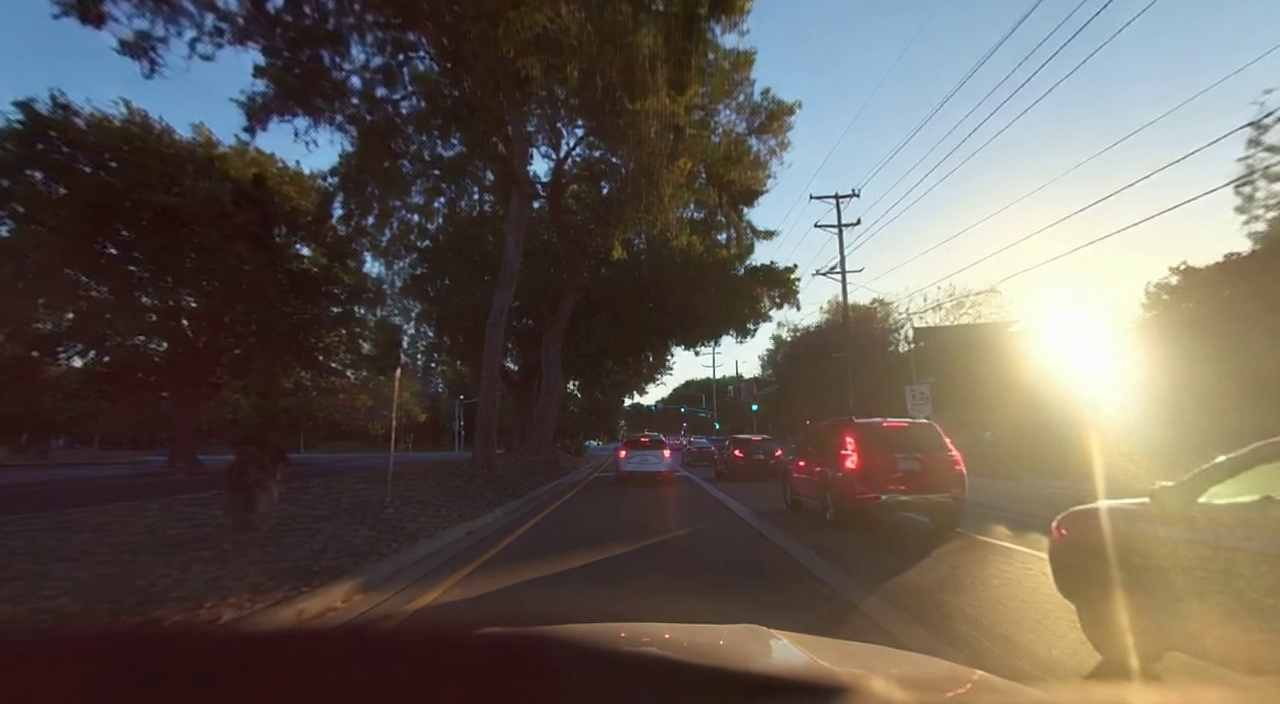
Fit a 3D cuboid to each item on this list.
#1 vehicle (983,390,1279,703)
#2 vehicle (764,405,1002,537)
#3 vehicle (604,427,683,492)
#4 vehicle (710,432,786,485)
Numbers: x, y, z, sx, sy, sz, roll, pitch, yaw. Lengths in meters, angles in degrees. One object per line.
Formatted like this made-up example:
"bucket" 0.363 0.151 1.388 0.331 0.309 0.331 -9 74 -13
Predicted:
"vehicle" 3.704 0.935 2.831 1.881 1.512 4.294 -1 -8 0
"vehicle" 3.929 2.048 11.465 2.254 1.840 4.918 0 -8 -1
"vehicle" 0.080 3.286 19.589 2.163 1.746 4.073 -1 -8 0
"vehicle" 3.612 3.641 21.853 1.923 1.653 3.703 -1 -8 0
